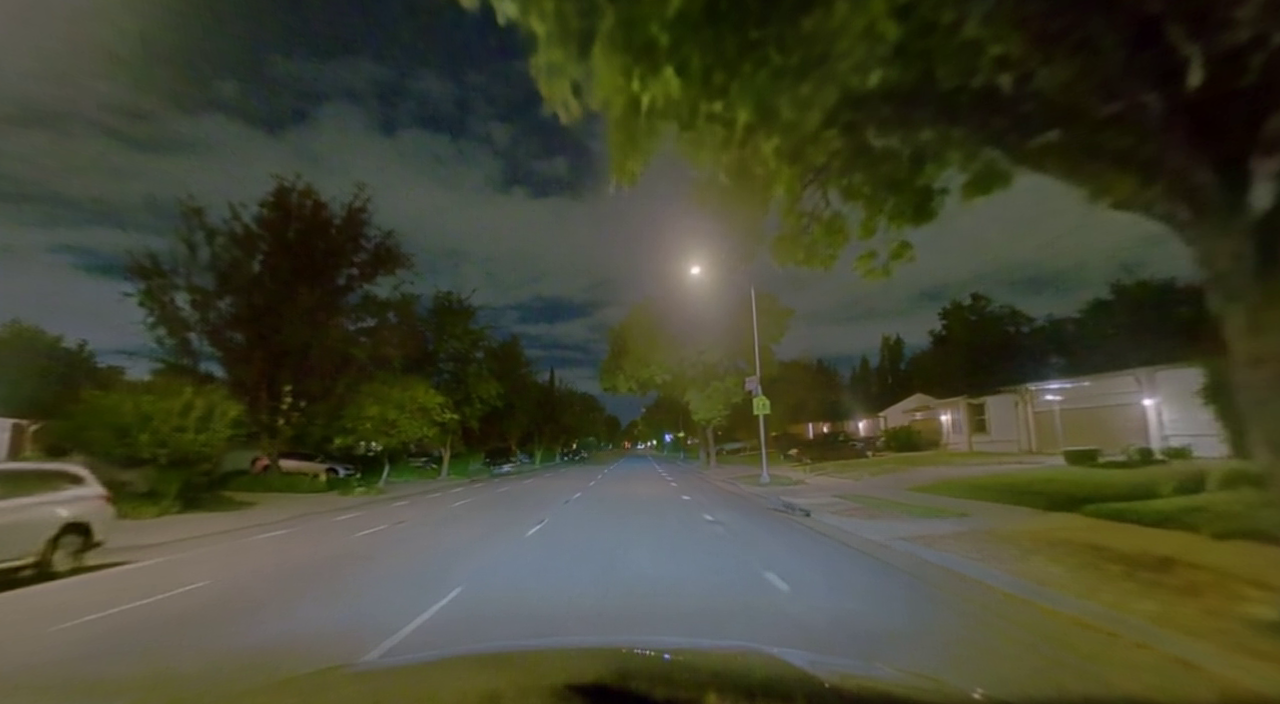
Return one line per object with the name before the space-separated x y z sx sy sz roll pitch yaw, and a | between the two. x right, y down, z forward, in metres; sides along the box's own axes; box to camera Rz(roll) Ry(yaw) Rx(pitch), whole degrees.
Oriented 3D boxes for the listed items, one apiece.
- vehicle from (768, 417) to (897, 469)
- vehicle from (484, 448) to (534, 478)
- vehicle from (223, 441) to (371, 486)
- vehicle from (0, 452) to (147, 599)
vehicle | 8.885 4.253 29.516 5.221 1.958 1.992 -4 -8 0
vehicle | -7.748 6.593 37.767 1.973 1.500 4.781 -5 -9 -2
vehicle | -14.339 4.674 26.667 4.995 1.760 1.988 0 -8 -2
vehicle | -7.586 1.824 6.230 1.919 1.492 4.547 -5 -9 -1
